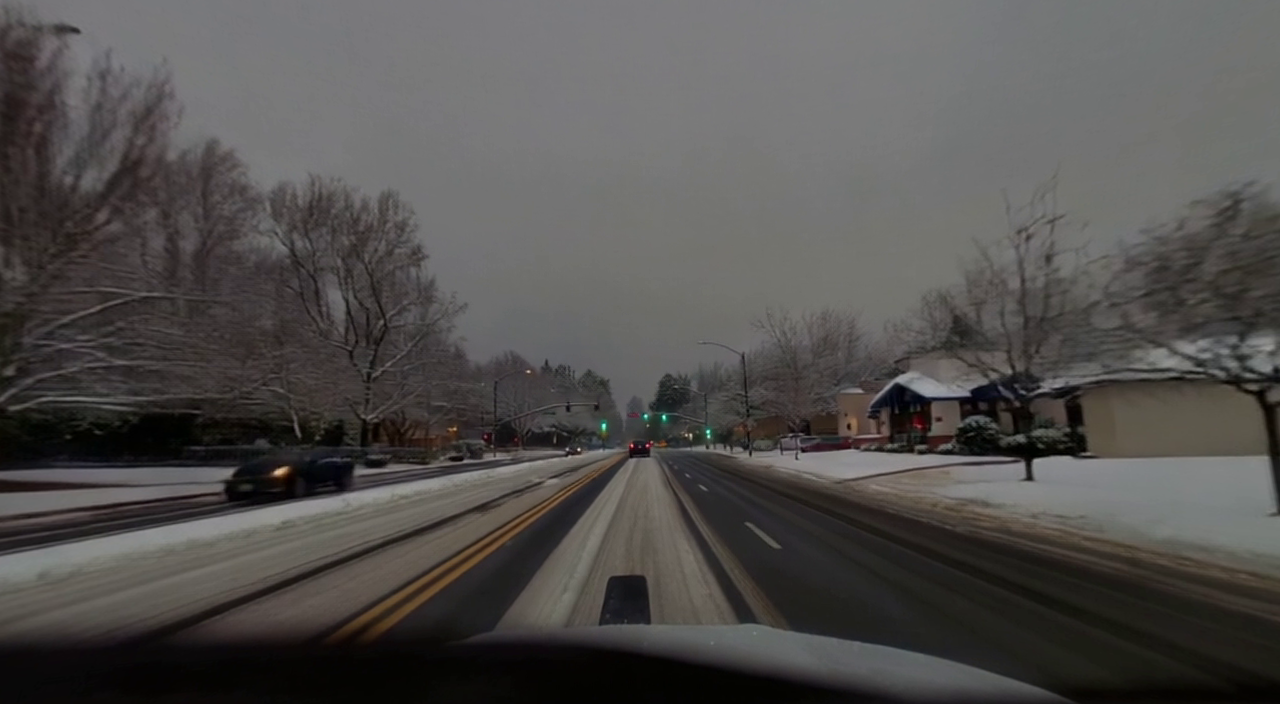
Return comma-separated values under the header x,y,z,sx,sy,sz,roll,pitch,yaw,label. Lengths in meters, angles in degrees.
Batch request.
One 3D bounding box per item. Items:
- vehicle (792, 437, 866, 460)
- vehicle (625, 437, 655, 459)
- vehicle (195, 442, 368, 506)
x,y,z,sx,sy,sz,roll,pitch,yaw,label
14.192,7.220,47.442,5.001,1.554,1.961,-3,-8,31,vehicle
0.073,7.391,48.576,2.196,1.646,4.109,0,-8,1,vehicle
-9.300,3.156,16.889,1.946,1.470,4.443,0,-8,1,vehicle
